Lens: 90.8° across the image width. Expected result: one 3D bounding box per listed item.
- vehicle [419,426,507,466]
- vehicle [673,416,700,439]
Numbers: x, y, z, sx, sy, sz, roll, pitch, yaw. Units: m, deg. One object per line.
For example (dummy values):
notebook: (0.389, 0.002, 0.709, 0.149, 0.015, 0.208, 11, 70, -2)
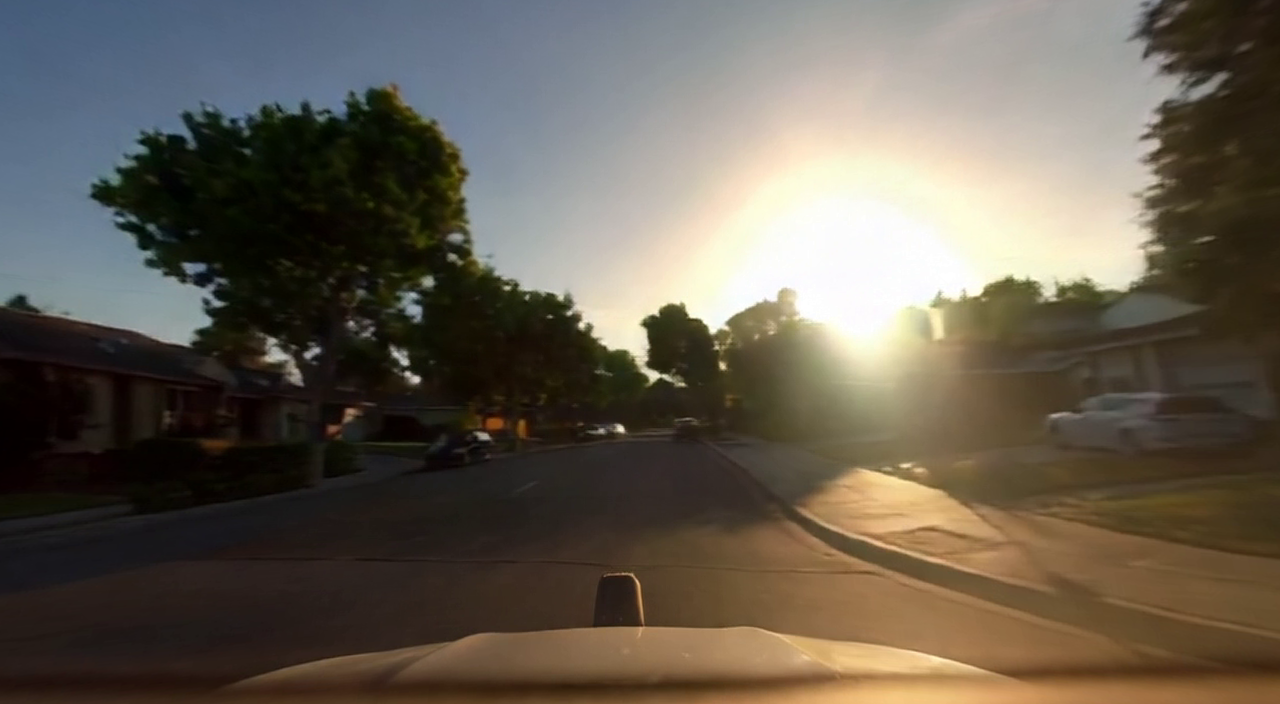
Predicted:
vehicle: (-7.075, 3.807, 25.738, 1.954, 1.490, 4.292, -1, -8, 6)
vehicle: (3.609, 5.953, 49.473, 2.018, 1.665, 4.226, 0, -8, 3)
